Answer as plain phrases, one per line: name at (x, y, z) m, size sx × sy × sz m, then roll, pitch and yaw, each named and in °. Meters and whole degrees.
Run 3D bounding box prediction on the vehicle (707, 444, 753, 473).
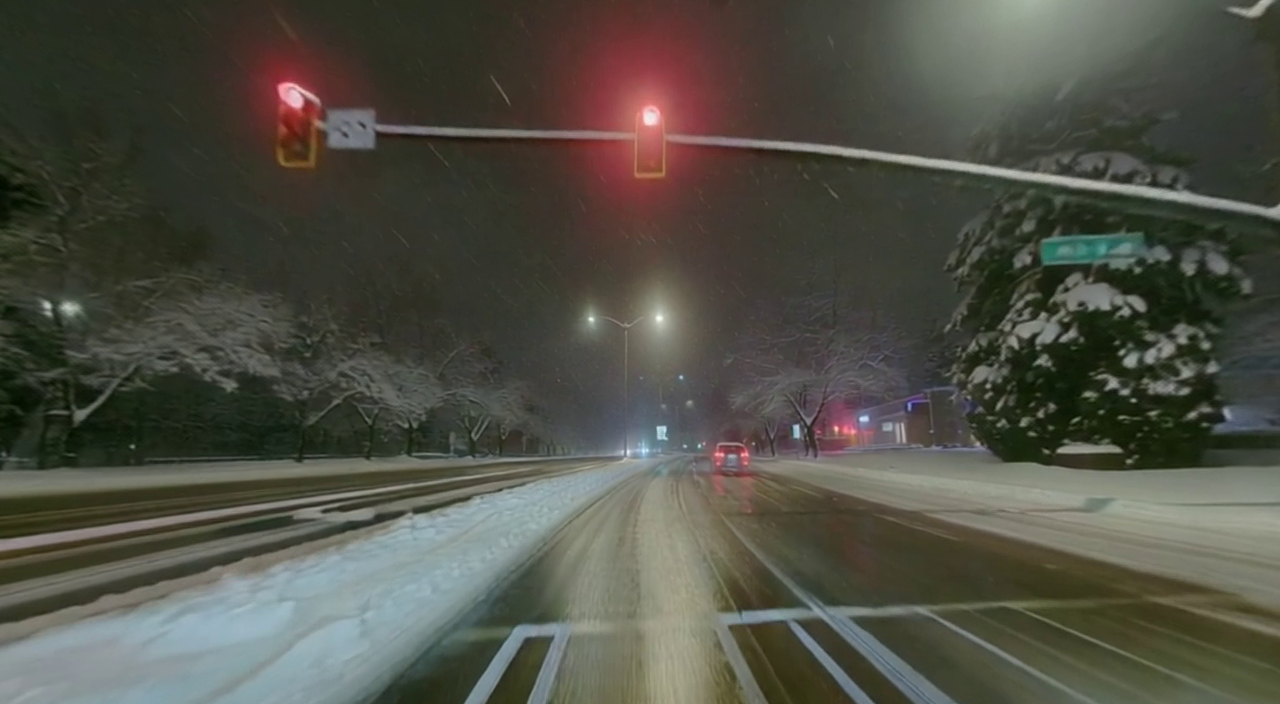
vehicle at (4.911, 5.891, 34.928) m, size 2.015 × 1.479 × 4.444 m, roll 0°, pitch -9°, yaw 2°
